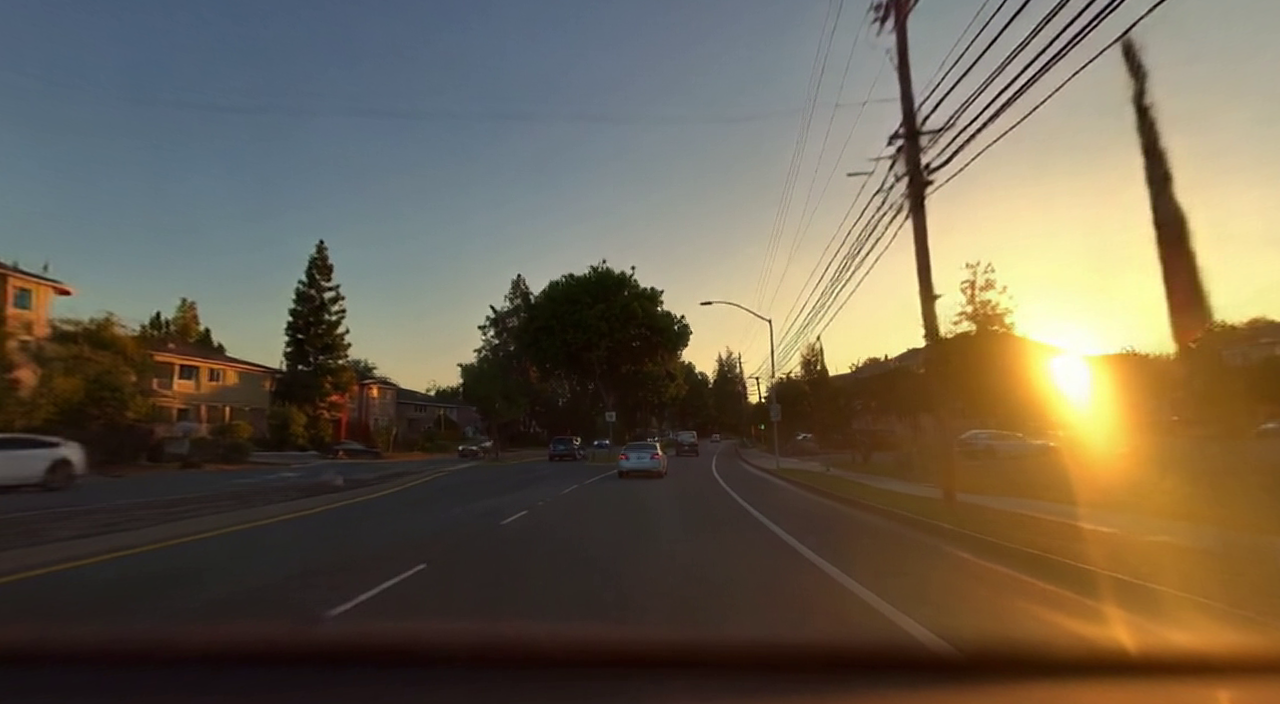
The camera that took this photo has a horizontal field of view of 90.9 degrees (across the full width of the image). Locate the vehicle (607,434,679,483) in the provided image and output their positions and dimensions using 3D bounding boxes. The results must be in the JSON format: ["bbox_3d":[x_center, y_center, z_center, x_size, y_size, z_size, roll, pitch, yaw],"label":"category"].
[{"bbox_3d":[0.205,3.546,21.283,2.117,1.474,4.036,-1,-8,4],"label":"vehicle"}]

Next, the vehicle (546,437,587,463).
[{"bbox_3d":[-4.551,6.133,39.571,1.983,1.485,4.159,-1,-8,2],"label":"vehicle"}]
